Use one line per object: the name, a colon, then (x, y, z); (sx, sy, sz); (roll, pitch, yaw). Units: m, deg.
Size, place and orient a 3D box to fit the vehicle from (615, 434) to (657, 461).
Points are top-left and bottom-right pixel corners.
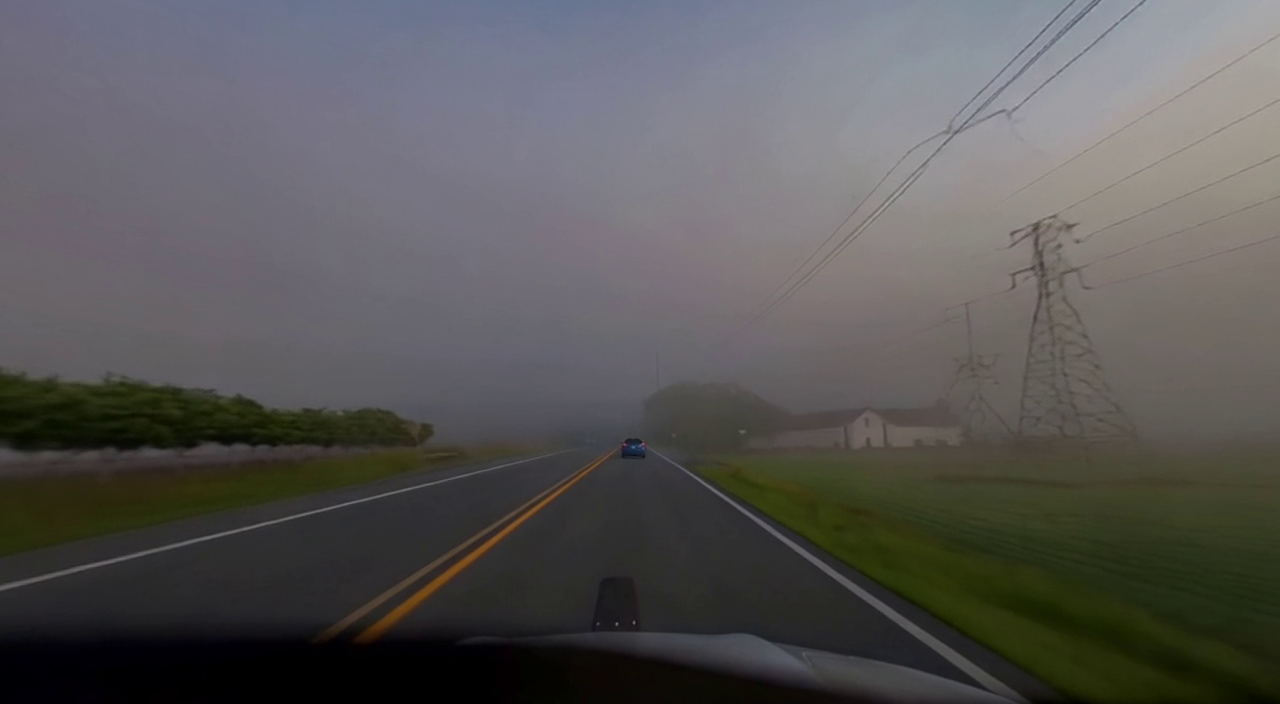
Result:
vehicle: (-0.227, 5.391, 35.884); (2.241, 1.471, 3.829); (0, -8, -1)
